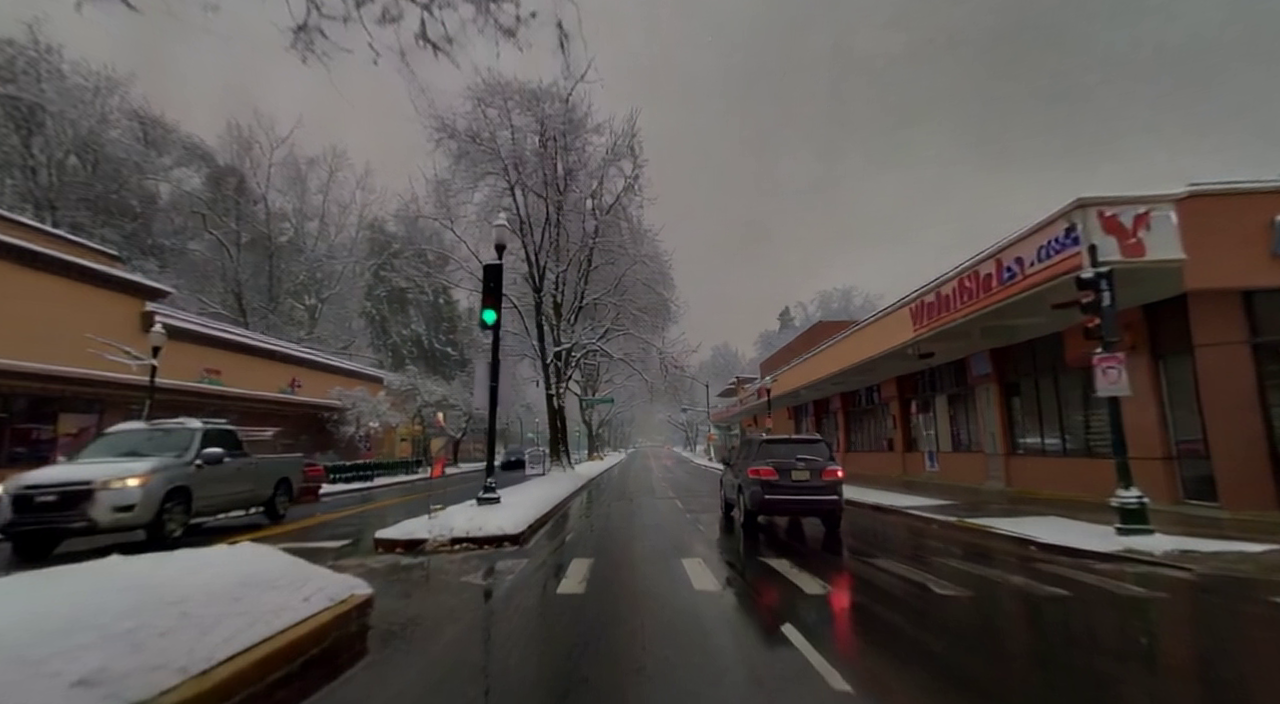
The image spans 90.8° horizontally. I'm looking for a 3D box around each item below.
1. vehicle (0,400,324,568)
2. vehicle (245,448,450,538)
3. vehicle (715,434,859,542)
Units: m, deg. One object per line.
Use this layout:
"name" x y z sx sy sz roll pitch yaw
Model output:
"vehicle" -8.691 2.241 11.809 2.489 2.323 5.843 0 -8 0
"vehicle" -5.624 2.722 12.948 1.983 1.438 4.559 0 -8 0
"vehicle" 2.458 2.314 11.286 1.822 1.654 2.794 0 -8 -1
